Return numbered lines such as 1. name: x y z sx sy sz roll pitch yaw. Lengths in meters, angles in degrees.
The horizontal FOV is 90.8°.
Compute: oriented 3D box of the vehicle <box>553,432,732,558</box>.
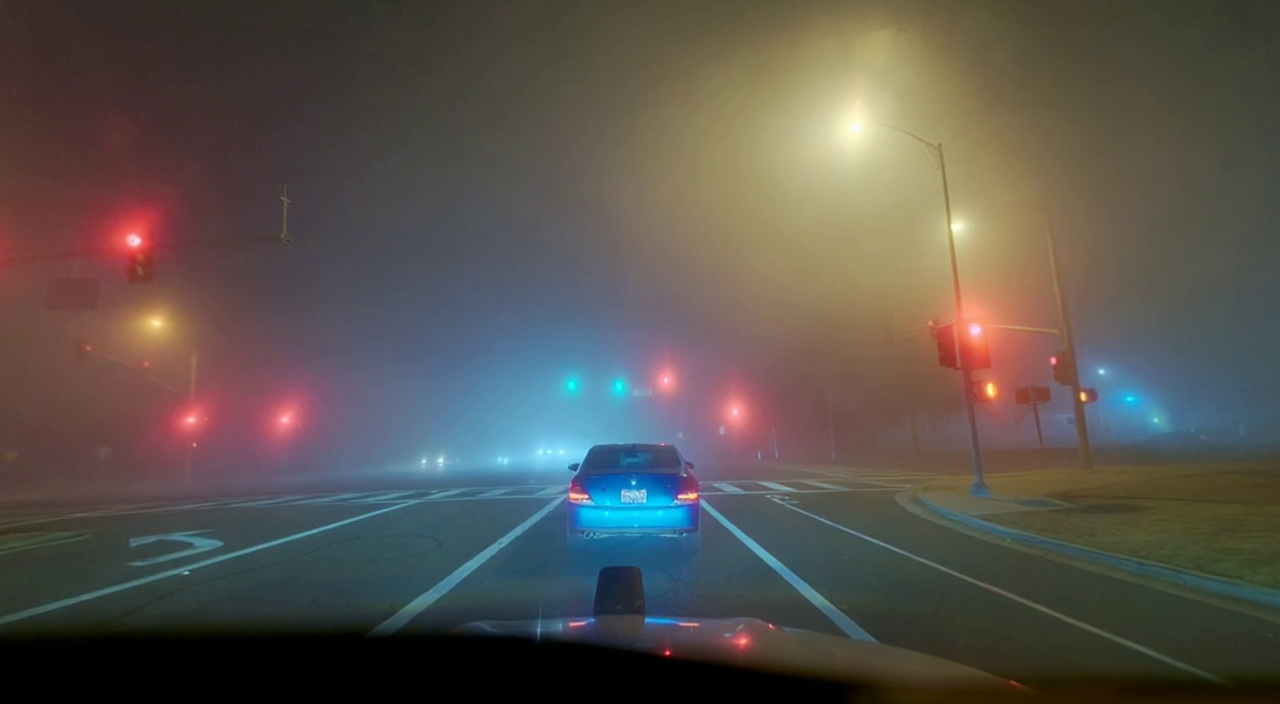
1. vehicle: 0.003 1.997 9.521 2.107 1.470 3.974 0 -9 -1
